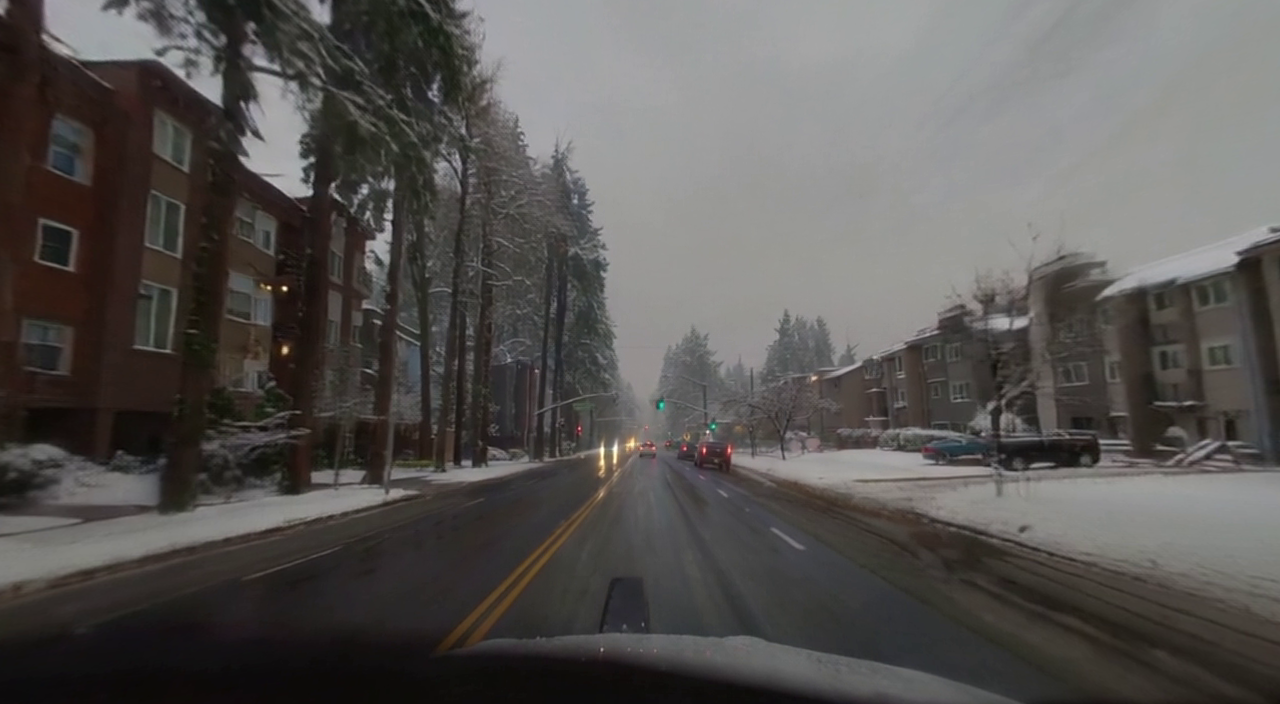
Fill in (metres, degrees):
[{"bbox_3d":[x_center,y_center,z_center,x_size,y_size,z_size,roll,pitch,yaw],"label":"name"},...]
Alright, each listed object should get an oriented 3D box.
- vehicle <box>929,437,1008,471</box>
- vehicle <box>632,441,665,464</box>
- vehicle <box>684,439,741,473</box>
[{"bbox_3d":[18.030,5.618,34.779,1.831,1.778,3.787,1,-9,-9],"label":"vehicle"},{"bbox_3d":[0.547,6.761,42.552,2.097,1.463,4.043,0,-9,0],"label":"vehicle"},{"bbox_3d":[3.365,4.964,30.366,2.078,1.488,4.741,0,-9,-1],"label":"vehicle"}]
